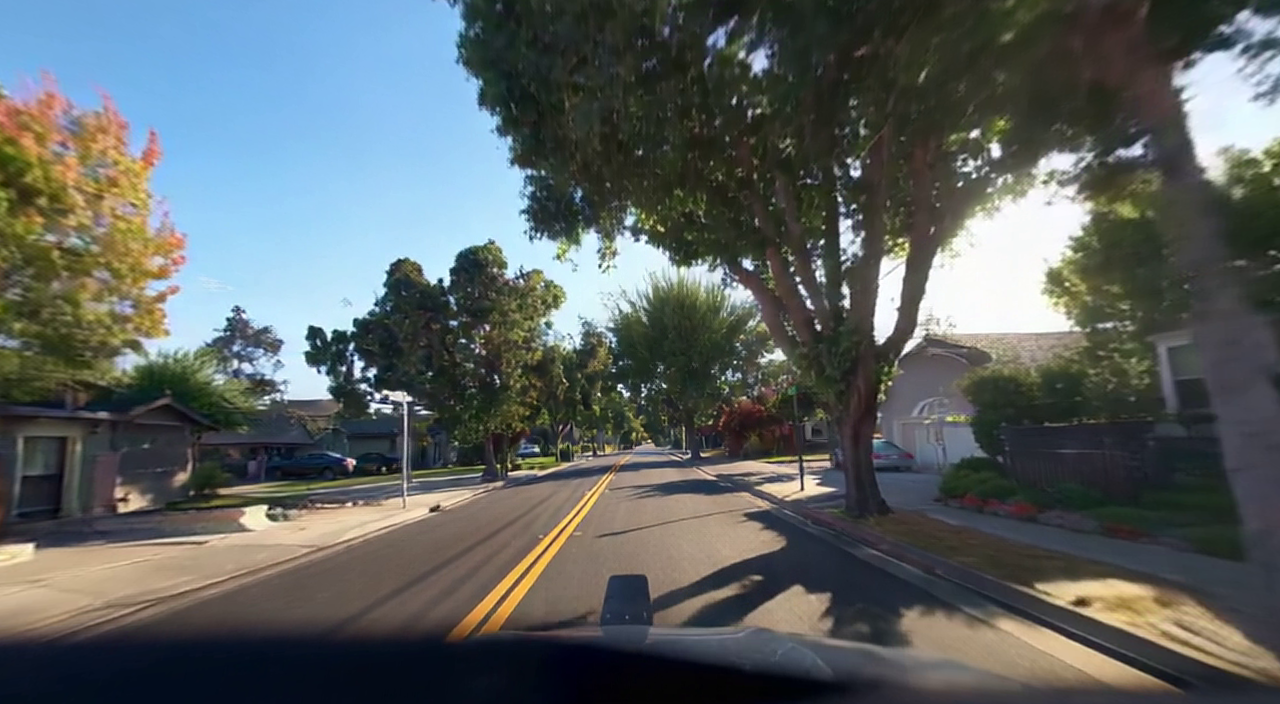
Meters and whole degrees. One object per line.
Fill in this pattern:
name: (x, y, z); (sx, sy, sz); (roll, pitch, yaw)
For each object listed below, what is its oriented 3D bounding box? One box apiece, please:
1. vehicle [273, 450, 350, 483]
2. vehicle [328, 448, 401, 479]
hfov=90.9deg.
vehicle: (-17.707, 6.148, 34.221); (1.903, 1.500, 4.214); (-1, -7, 1)
vehicle: (-14.837, 6.022, 34.276); (1.830, 1.495, 4.641); (0, -8, 1)
